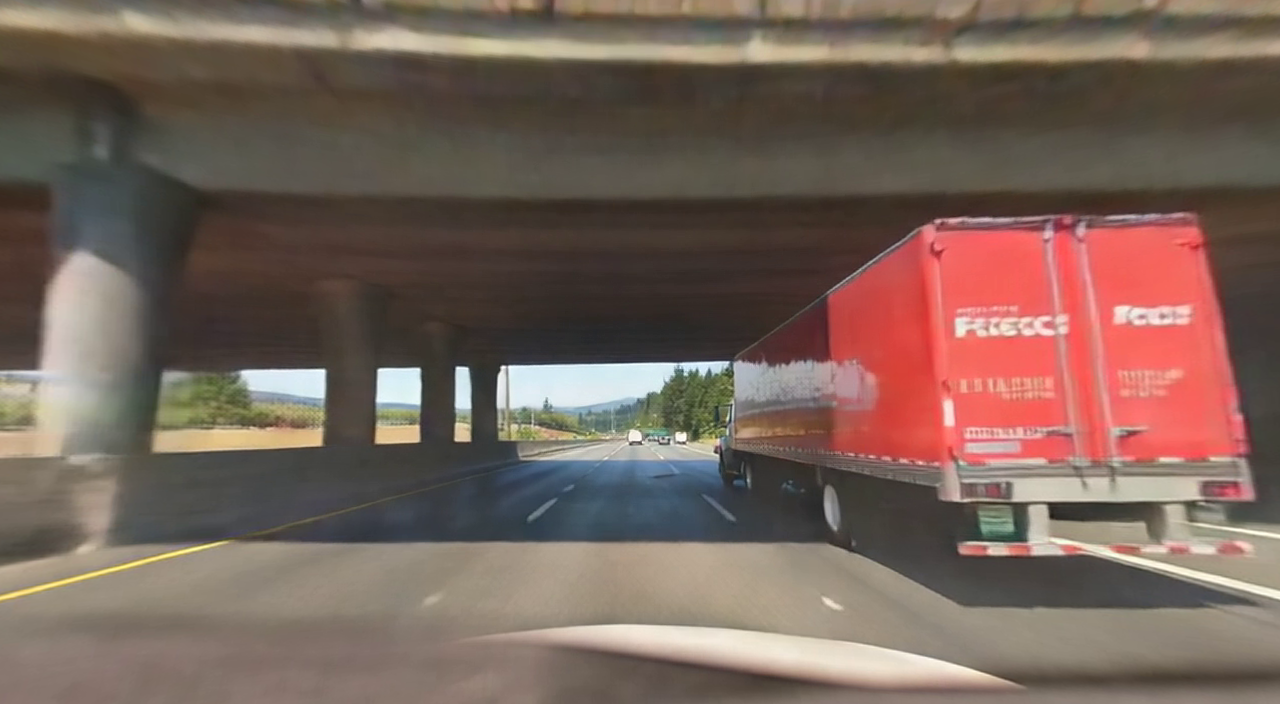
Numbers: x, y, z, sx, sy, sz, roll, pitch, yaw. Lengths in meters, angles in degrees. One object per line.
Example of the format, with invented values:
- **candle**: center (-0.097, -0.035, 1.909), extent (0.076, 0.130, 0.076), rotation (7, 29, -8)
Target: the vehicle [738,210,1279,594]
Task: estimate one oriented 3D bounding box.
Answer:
- **vehicle**: center (4.088, 1.100, 11.055), extent (2.849, 3.391, 11.018), rotation (0, -8, -1)
